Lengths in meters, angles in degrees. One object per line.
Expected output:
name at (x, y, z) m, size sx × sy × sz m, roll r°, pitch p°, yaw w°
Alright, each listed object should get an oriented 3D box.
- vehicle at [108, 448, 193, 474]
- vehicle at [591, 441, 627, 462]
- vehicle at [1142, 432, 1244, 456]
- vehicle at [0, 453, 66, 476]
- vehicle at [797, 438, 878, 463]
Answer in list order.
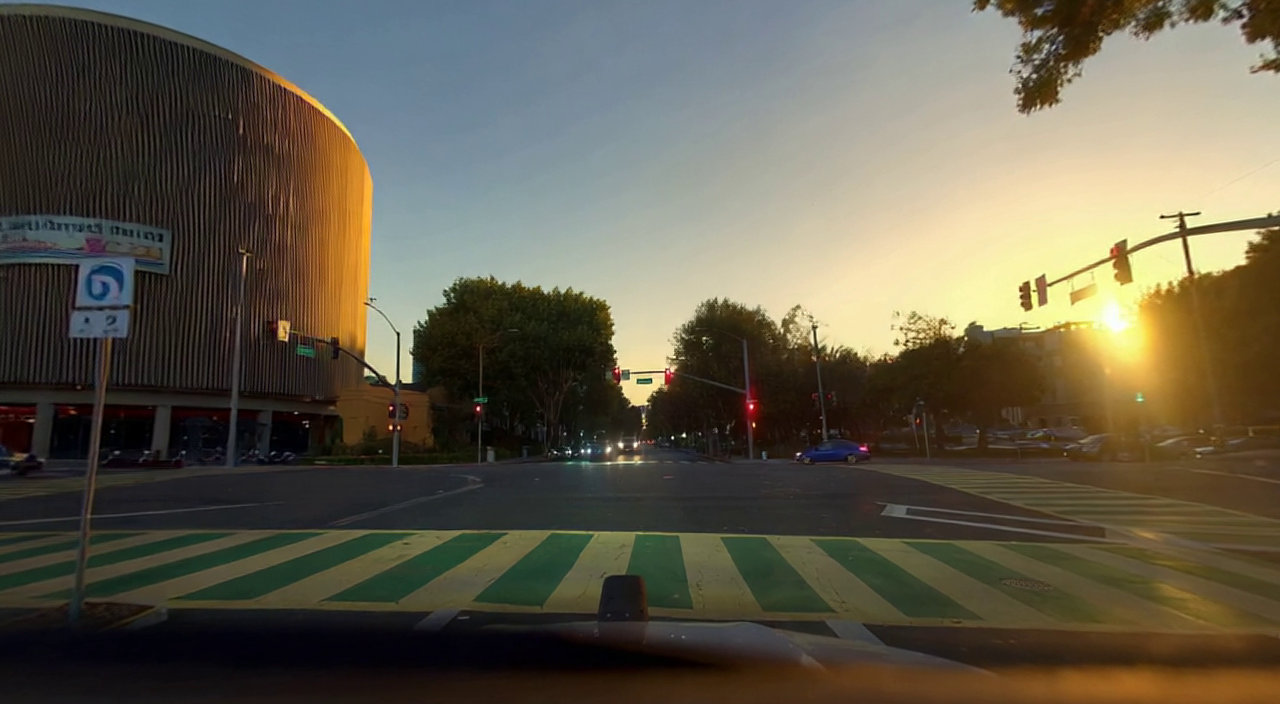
vehicle at (-33.115, 7.389, 42.722) m, size 4.136 × 1.661 × 1.857 m, roll 0°, pitch -8°, yaw 1°
vehicle at (-2.265, 7.493, 47.585) m, size 2.280 × 1.454 × 4.836 m, roll 0°, pitch -8°, yaw 2°
vehicle at (36.122, 6.026, 41.227) m, size 4.767 × 1.456 × 1.858 m, roll 0°, pitch -8°, yaw 2°
vehicle at (-41.685, 7.614, 42.720) m, size 3.698 × 1.467 × 1.779 m, roll 0°, pitch -8°, yaw 1°
vehicle at (12.270, 6.147, 39.432) m, size 4.529 × 1.457 × 1.981 m, roll -1°, pitch -9°, yaw 9°
